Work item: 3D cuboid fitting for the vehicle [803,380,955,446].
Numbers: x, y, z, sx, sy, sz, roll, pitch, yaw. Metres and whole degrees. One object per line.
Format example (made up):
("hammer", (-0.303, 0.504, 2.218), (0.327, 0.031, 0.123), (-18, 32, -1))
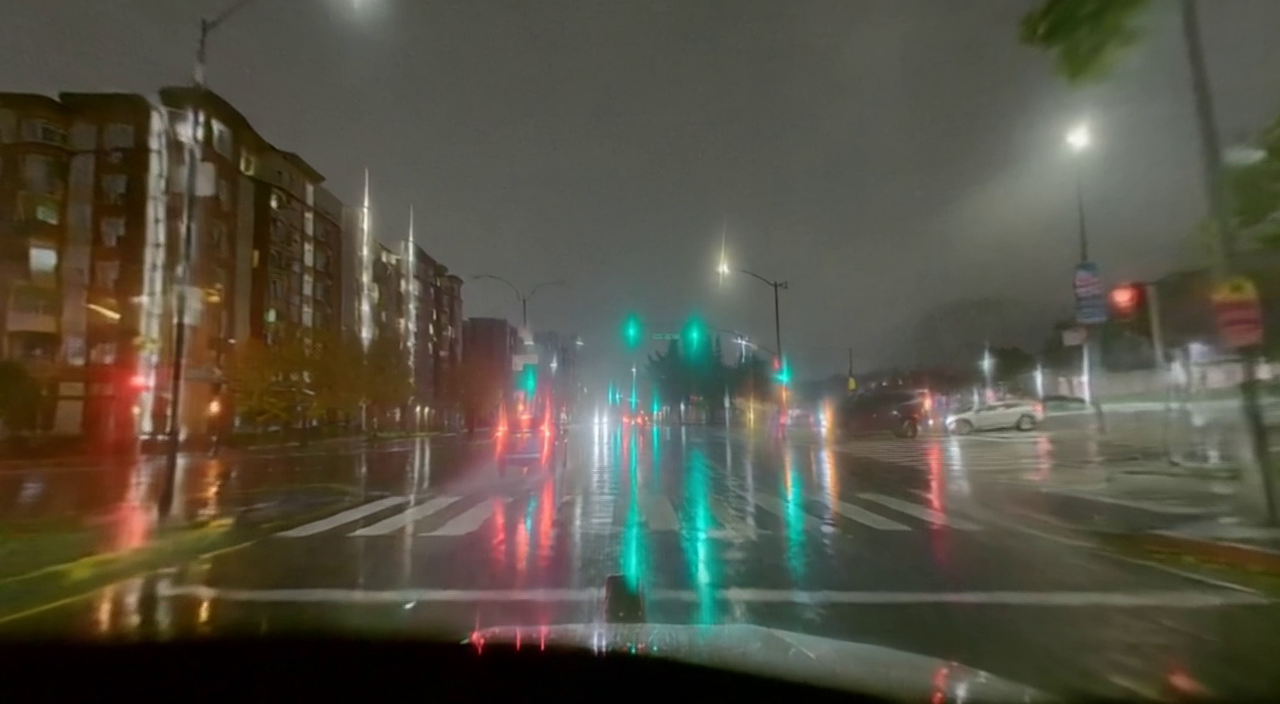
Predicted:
("vehicle", (11.720, 3.066, 31.381), (6.233, 2.668, 2.627), (-4, -7, -3))

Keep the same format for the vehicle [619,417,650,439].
("vehicle", (-0.441, 5.459, 45.049), (2.095, 1.438, 3.843), (0, -8, -1))

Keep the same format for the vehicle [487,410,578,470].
("vehicle", (-3.340, 2.877, 20.549), (2.116, 1.725, 4.315), (0, -8, 1))

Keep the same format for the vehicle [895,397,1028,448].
("vehicle", (13.129, 2.878, 25.961), (4.328, 1.742, 1.942), (-3, -5, -1))

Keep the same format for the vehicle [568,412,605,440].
("vehicle", (-3.649, 5.198, 43.896), (2.152, 1.802, 4.628), (0, -8, -1))
